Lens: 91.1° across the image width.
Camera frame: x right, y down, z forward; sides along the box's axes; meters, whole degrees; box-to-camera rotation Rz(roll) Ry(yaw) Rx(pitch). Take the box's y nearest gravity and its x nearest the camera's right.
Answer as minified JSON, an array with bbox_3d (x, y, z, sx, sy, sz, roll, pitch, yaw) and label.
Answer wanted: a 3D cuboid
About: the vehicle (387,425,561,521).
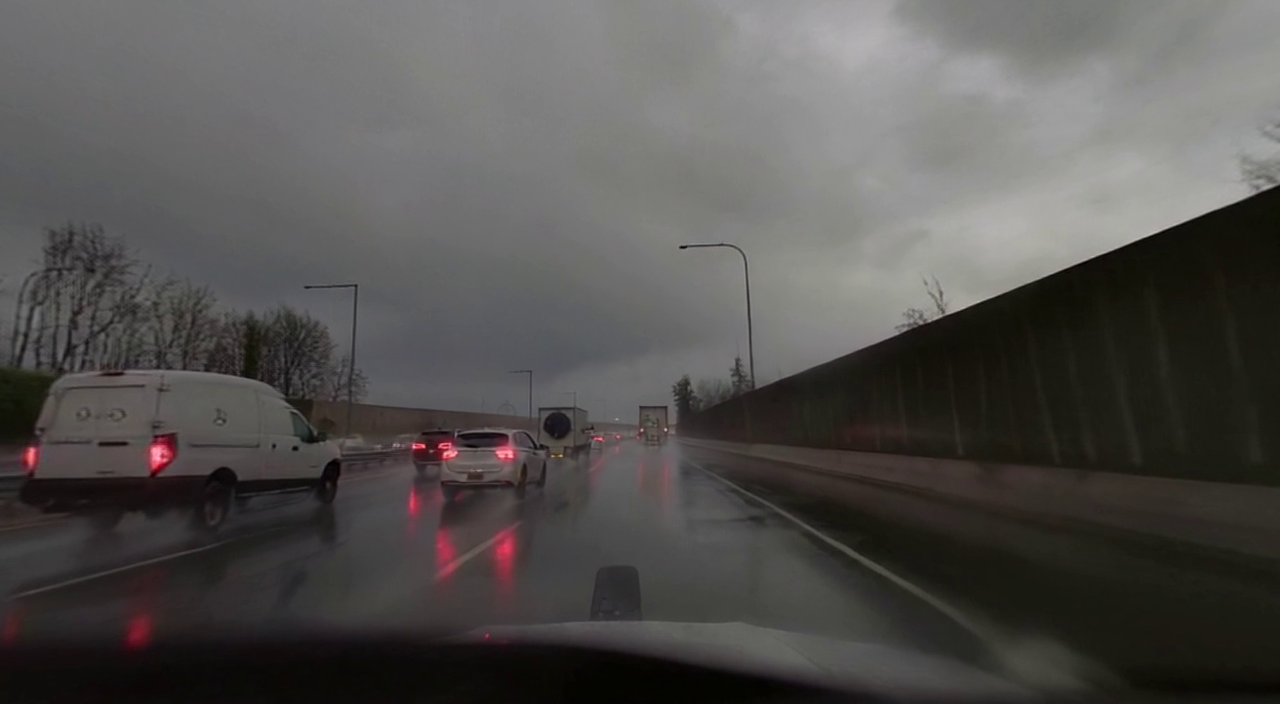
[{"bbox_3d":[-2.872,2.180,11.975,2.089,1.485,4.153,0,-8,2],"label":"vehicle"}]

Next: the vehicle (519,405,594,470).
[{"bbox_3d":[-3.469,3.713,27.254,2.427,2.514,5.159,0,-8,1],"label":"vehicle"}]

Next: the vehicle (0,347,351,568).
[{"bbox_3d":[-7.130,1.544,9.916,2.386,2.435,5.831,0,-8,0],"label":"vehicle"}]
